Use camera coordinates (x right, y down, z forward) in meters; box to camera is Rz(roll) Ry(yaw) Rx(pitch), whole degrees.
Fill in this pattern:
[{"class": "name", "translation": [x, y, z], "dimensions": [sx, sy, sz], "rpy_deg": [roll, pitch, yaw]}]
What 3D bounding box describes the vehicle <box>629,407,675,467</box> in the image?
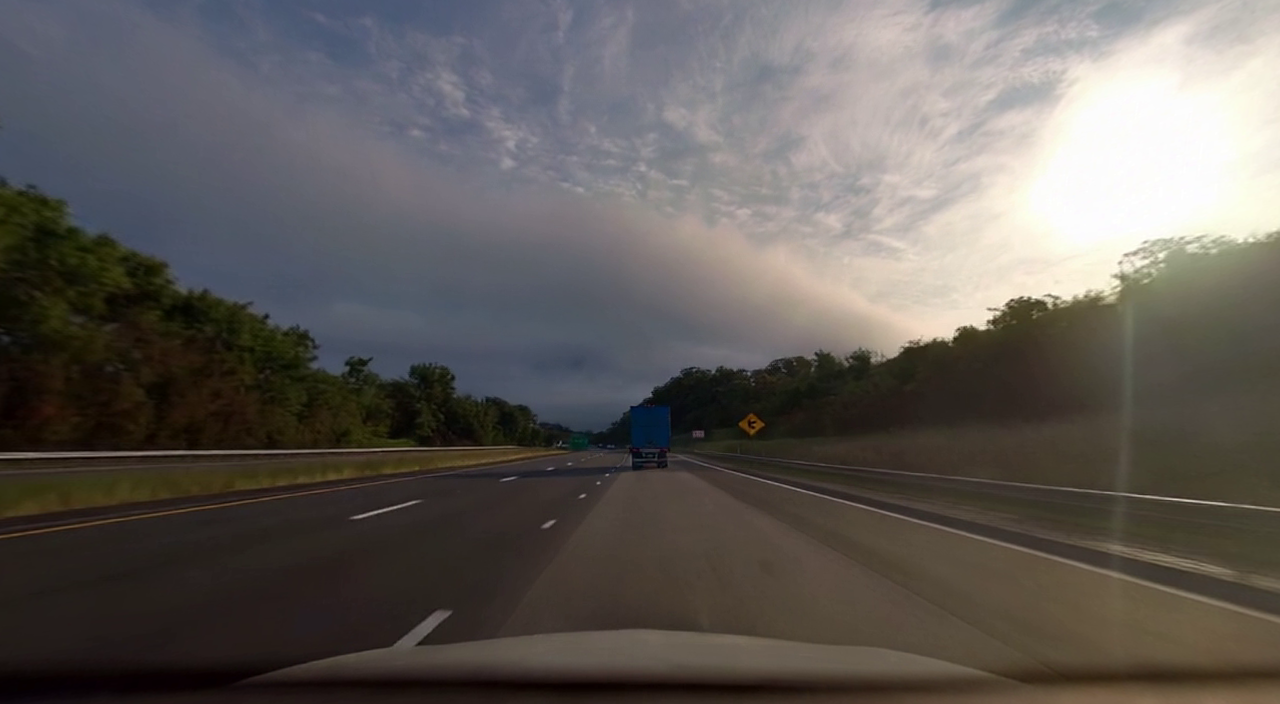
[{"class": "vehicle", "translation": [0.730, 6.595, 48.047], "dimensions": [3.055, 4.009, 10.972], "rpy_deg": [0, -9, -1]}]
